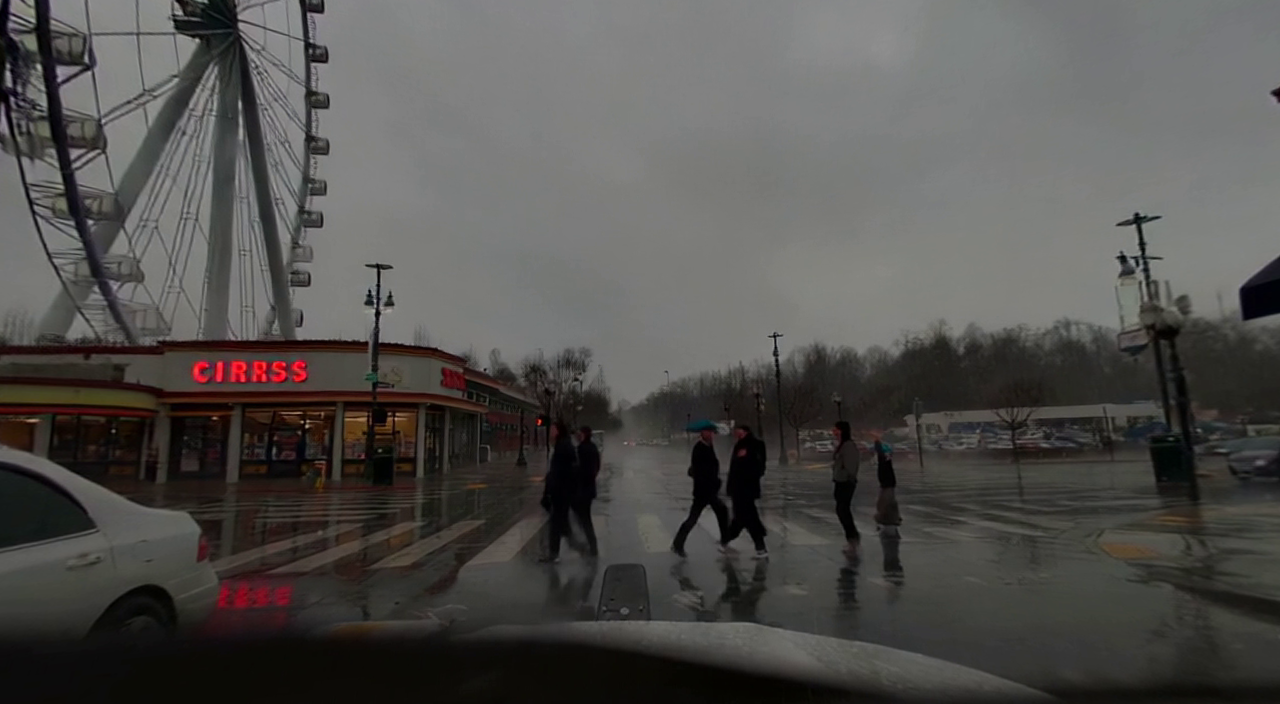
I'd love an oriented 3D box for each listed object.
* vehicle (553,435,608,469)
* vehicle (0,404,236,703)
[{"bbox_3d":[-3.910,6.364,40.259,2.549,2.000,5.699,2,-9,-15],"label":"vehicle"},{"bbox_3d":[-3.376,0.789,1.188,1.940,1.505,4.676,-1,-9,3],"label":"vehicle"}]
